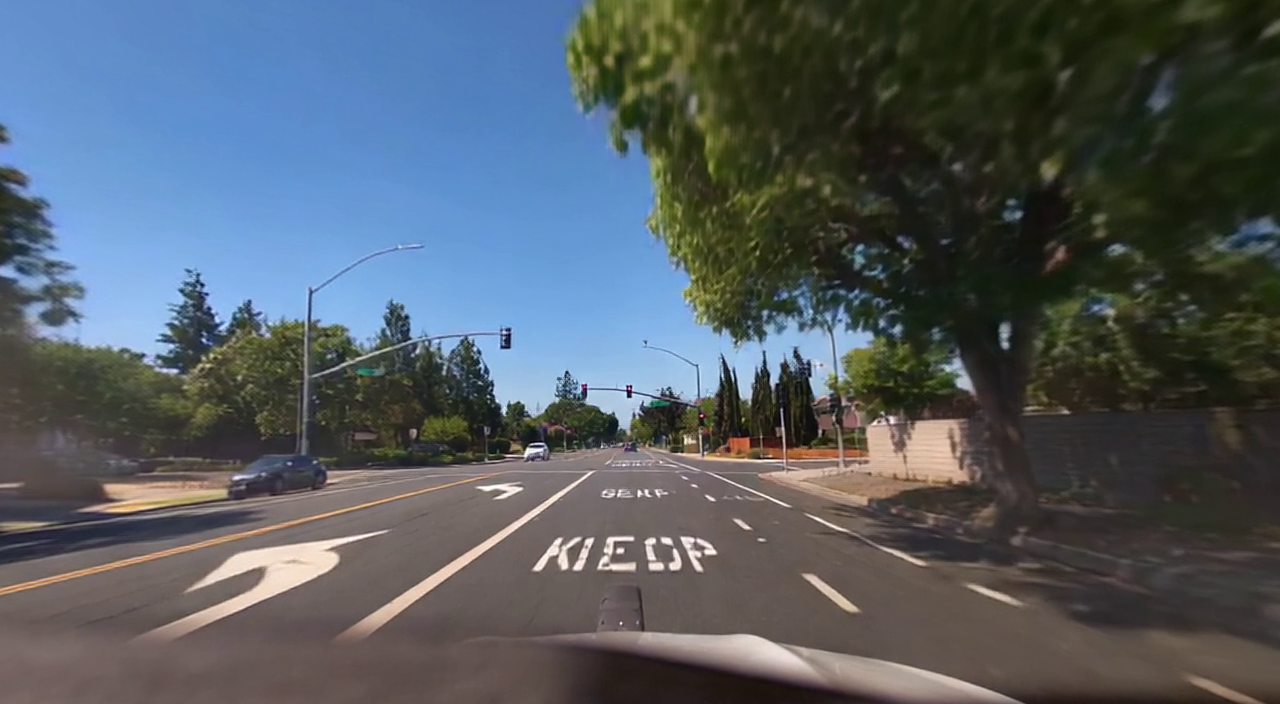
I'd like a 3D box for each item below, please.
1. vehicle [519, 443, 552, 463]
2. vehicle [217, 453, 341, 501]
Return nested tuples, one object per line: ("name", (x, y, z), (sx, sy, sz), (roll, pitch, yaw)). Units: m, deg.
("vehicle", (-8.083, 7.883, 49.333), (1.869, 1.497, 3.768), (0, -8, 1))
("vehicle", (-12.854, 4.438, 22.908), (1.851, 1.482, 4.443), (0, -8, 0))
